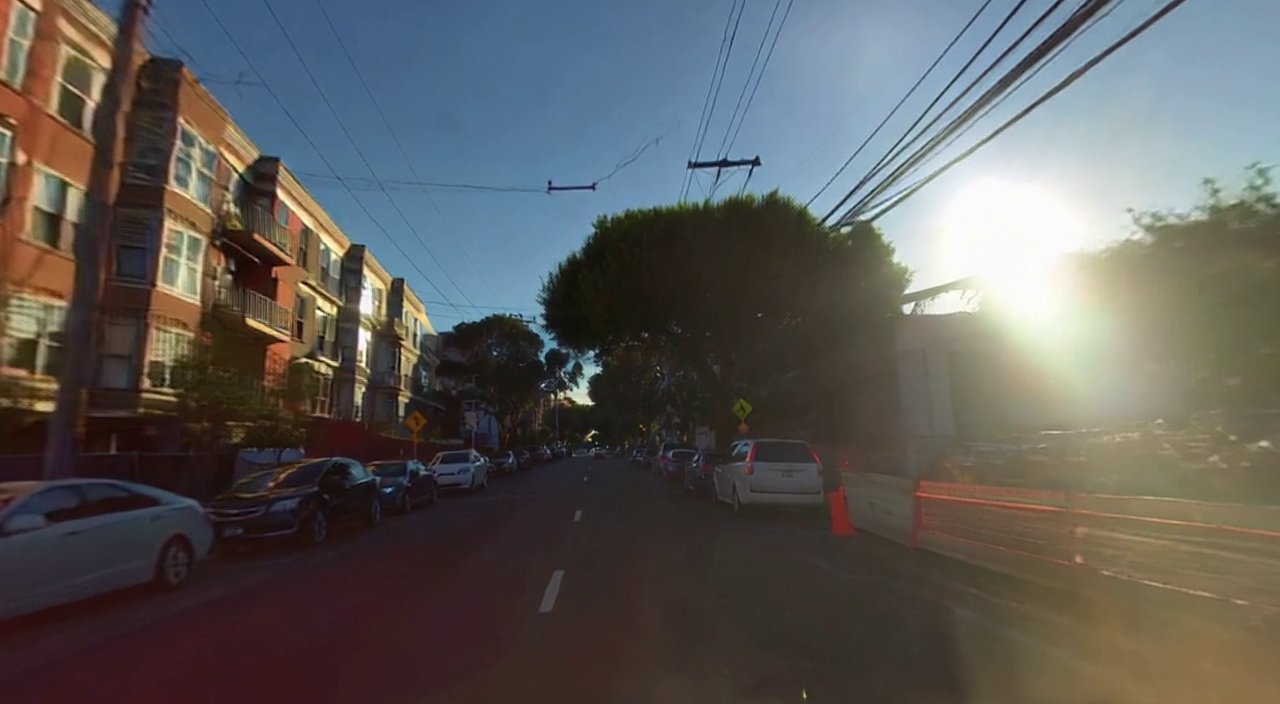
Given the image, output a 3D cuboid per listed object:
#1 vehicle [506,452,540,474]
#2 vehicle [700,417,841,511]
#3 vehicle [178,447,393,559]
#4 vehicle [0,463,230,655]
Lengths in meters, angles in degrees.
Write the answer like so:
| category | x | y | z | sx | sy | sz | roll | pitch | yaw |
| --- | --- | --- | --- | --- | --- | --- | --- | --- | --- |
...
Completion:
| category | x | y | z | sx | sy | sz | roll | pitch | yaw |
| --- | --- | --- | --- | --- | --- | --- | --- | --- | --- |
| vehicle | -8.417 | 7.994 | 45.639 | 1.968 | 1.450 | 4.271 | 0 | -8 | -4 |
| vehicle | 2.835 | 2.766 | 14.909 | 1.994 | 1.857 | 4.393 | 1 | -14 | -5 |
| vehicle | -6.385 | 2.677 | 12.055 | 1.996 | 1.695 | 4.127 | 1 | -8 | -6 |
| vehicle | -6.125 | 1.833 | 5.835 | 1.967 | 1.483 | 4.347 | 1 | -13 | -4 |
